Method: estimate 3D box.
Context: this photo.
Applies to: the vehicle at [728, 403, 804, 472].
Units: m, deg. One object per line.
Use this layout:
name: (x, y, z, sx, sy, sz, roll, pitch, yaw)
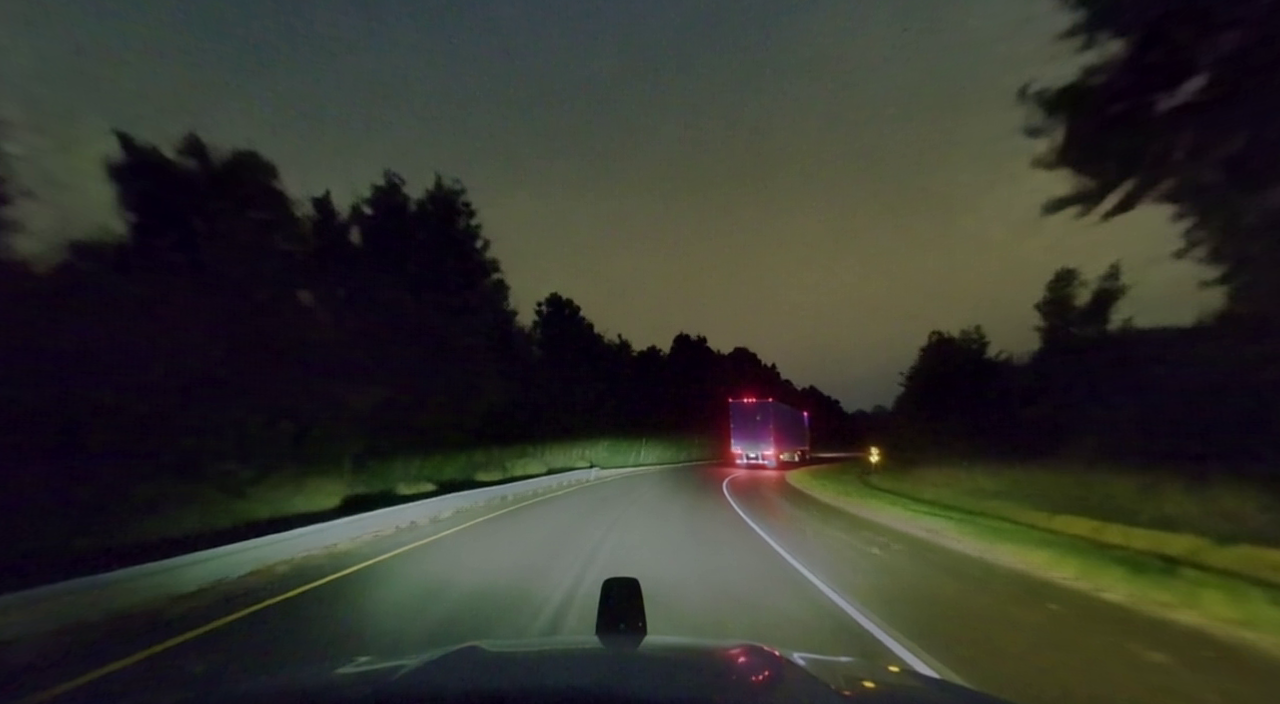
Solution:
vehicle: (9.427, 6.323, 45.429, 3.087, 4.178, 13.682, -3, -10, 20)
